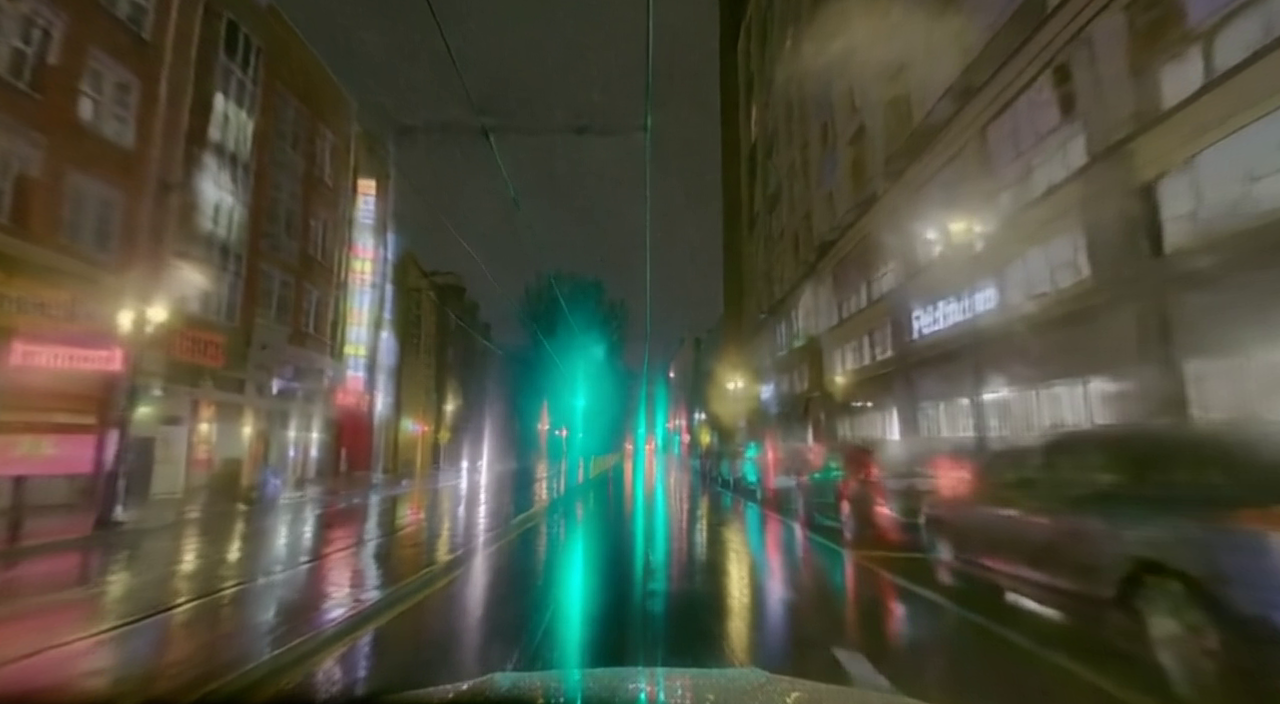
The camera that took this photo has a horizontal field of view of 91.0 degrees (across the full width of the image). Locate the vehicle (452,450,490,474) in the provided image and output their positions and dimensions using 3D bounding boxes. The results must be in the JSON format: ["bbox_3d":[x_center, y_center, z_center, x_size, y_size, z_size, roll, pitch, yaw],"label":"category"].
[{"bbox_3d":[-11.005,7.145,41.217,1.877,1.430,3.712,1,-8,-7],"label":"vehicle"}]

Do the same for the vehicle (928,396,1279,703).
[{"bbox_3d":[3.687,1.172,4.195,1.778,1.534,3.484,0,-8,-2],"label":"vehicle"}]

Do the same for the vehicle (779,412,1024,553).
[{"bbox_3d":[3.652,1.902,9.843,1.941,1.671,4.264,-1,-9,0],"label":"vehicle"}]
